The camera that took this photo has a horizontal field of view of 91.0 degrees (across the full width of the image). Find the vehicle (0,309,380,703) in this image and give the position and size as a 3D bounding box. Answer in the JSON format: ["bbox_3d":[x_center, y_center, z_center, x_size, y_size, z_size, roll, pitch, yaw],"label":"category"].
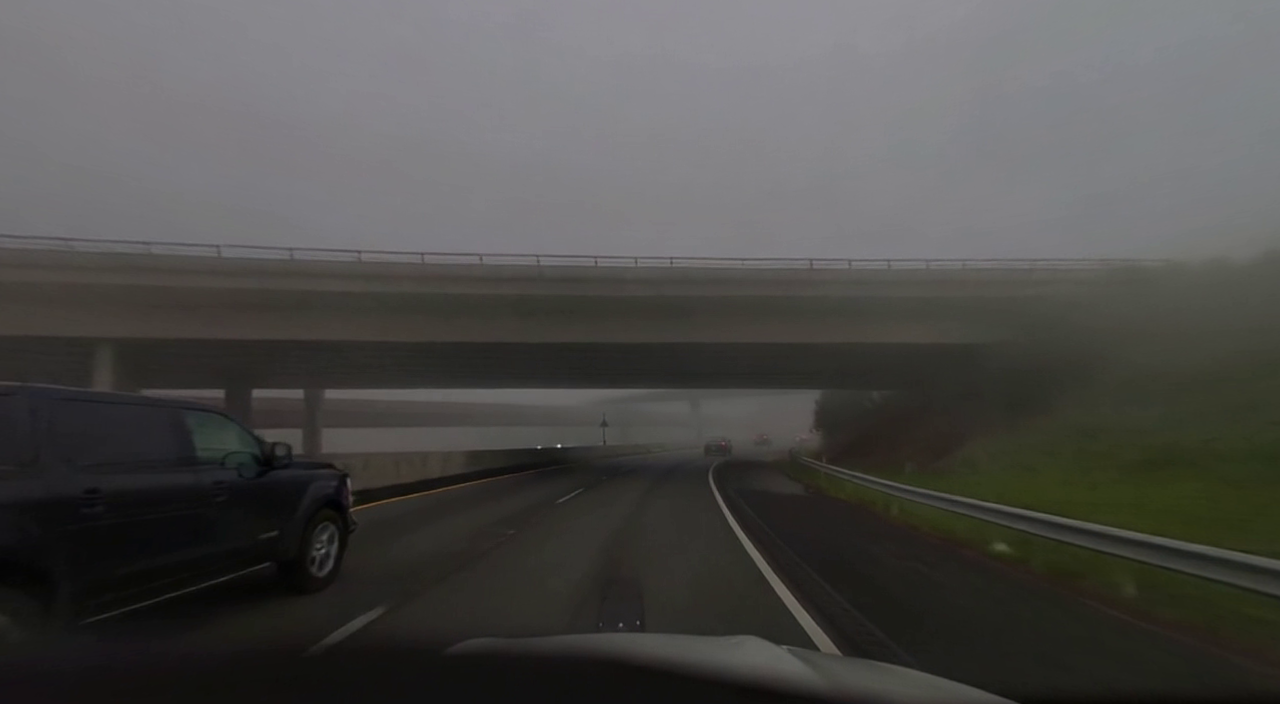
[{"bbox_3d":[-3.318,0.759,2.842,2.106,1.640,4.853,0,-8,1],"label":"vehicle"}]
